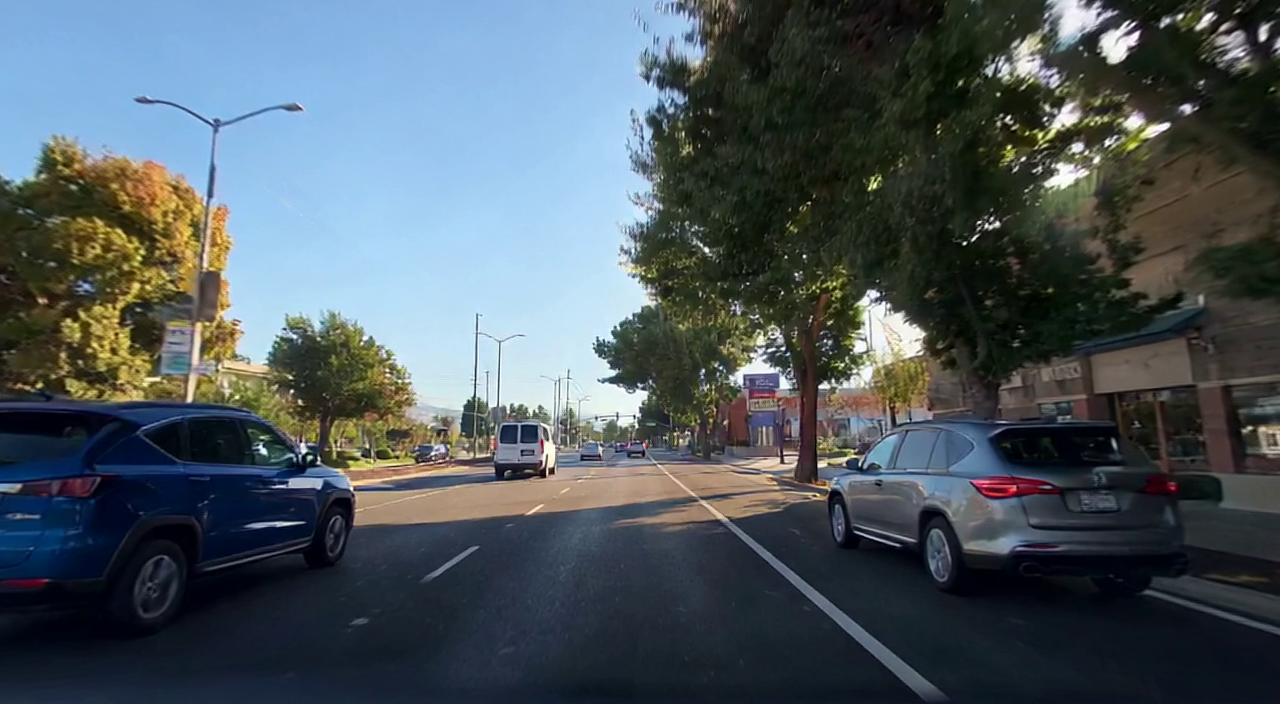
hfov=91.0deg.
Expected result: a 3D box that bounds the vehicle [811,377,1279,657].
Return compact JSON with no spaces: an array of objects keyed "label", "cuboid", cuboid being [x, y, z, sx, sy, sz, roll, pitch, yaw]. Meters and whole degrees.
[{"label":"vehicle","cuboid":[3.578,1.423,6.543,2.167,1.792,4.835,0,-9,-1]}]

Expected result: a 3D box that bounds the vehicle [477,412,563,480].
[{"label":"vehicle","cuboid":[-5.055,4.142,27.754,2.863,2.592,6.410,1,-9,-3]}]

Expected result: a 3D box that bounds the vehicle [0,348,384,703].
[{"label":"vehicle","cuboid":[-3.998,1.164,5.049,2.038,1.748,4.303,0,-9,0]}]
